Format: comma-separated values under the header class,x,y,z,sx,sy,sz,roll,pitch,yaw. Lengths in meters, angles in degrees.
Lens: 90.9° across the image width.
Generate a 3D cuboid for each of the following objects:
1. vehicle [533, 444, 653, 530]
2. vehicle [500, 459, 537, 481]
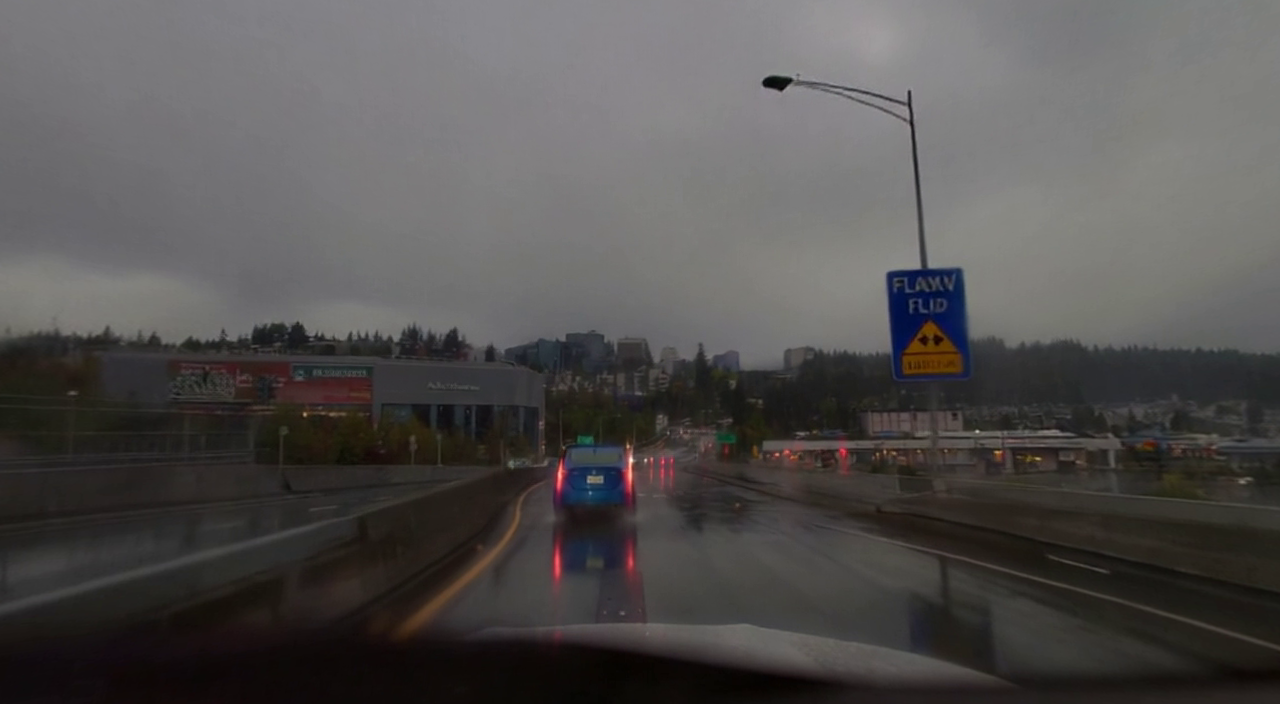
class,x,y,z,sx,sy,sz,roll,pitch,yaw
vehicle,-1.027,2.635,12.905,2.063,1.442,3.933,1,-9,-6
vehicle,-9.402,9.141,48.951,1.854,1.472,3.728,-2,-7,5
